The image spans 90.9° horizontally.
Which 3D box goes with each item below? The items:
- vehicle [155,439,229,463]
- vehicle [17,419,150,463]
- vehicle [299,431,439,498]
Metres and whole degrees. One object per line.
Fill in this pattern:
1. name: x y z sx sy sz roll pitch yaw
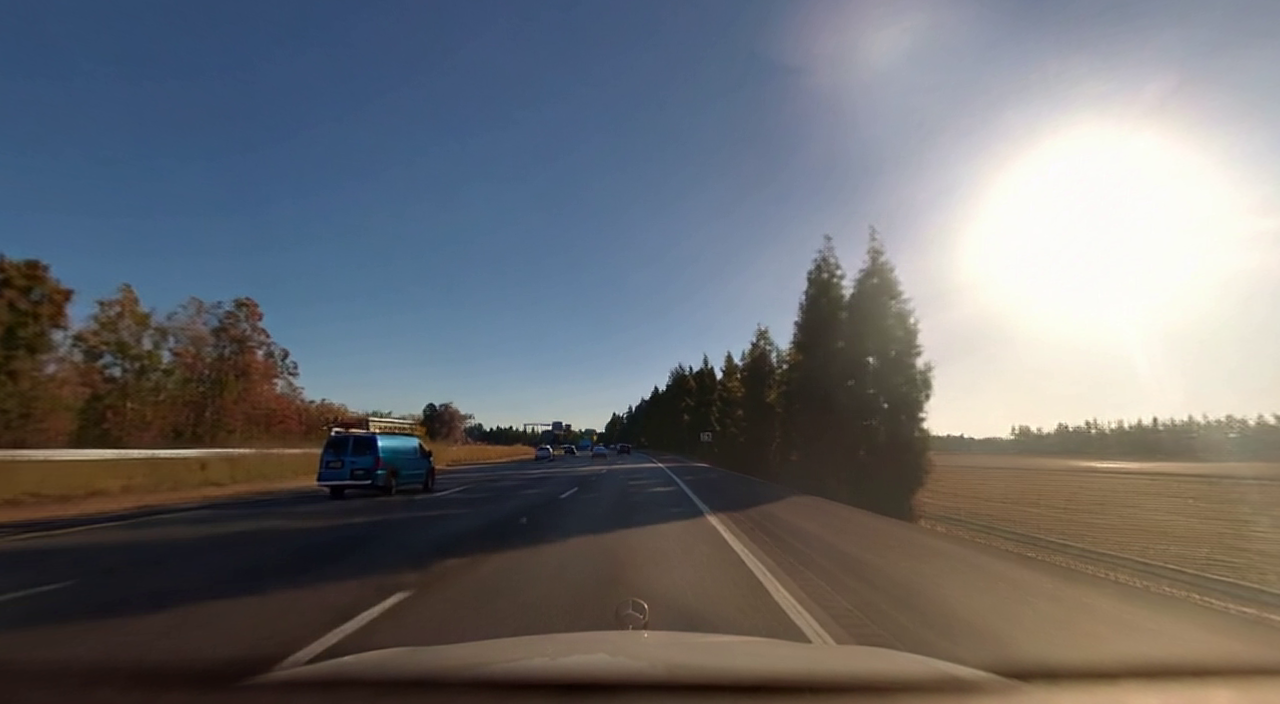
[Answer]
1. vehicle: -32.480 7.188 45.860 1.950 1.625 4.666 0 -9 0
2. vehicle: -40.105 6.483 45.857 3.165 2.906 7.048 0 -9 0
3. vehicle: -7.930 3.340 19.090 2.093 1.752 4.771 0 -9 0
